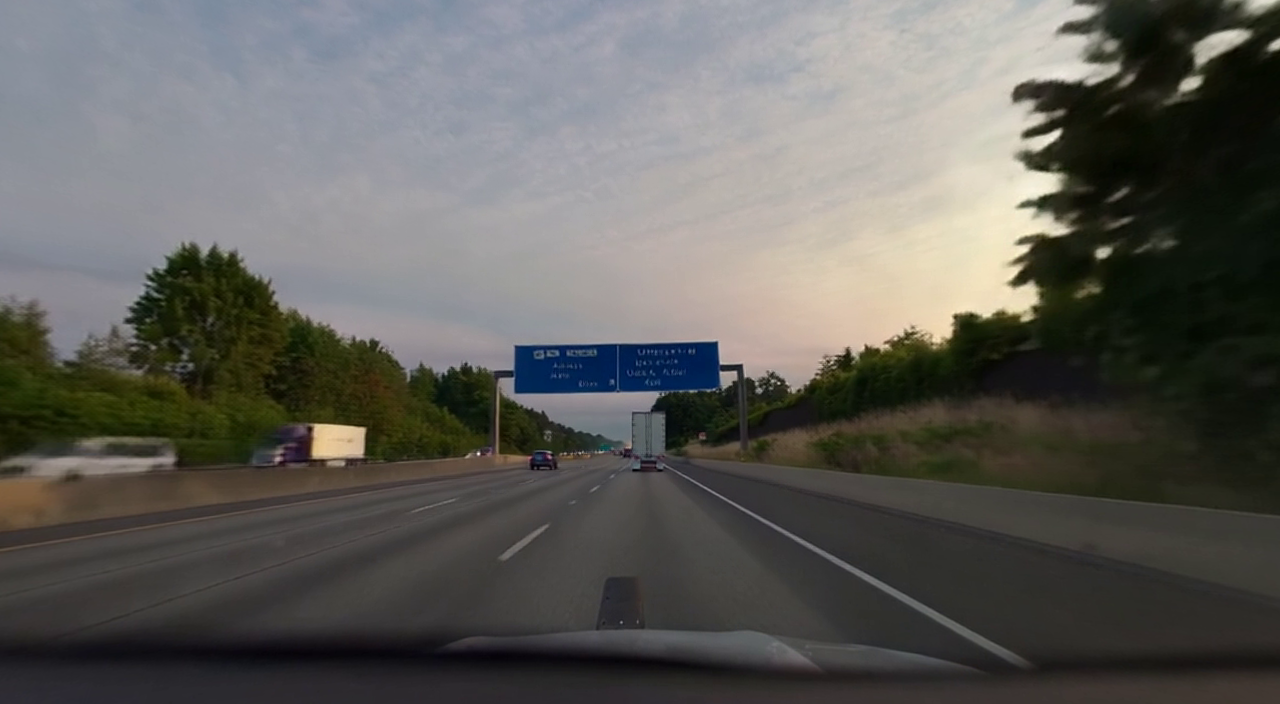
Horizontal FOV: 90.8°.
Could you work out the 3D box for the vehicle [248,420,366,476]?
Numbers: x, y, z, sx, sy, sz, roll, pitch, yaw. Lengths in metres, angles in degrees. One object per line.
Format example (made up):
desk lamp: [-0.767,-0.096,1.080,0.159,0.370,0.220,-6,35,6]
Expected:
vehicle: [-23.807,7.024,45.970,3.032,3.588,10.037,0,-9,0]

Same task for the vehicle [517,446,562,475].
vehicle: [-6.514,7.089,41.292,2.119,1.754,4.404,0,-9,1]
